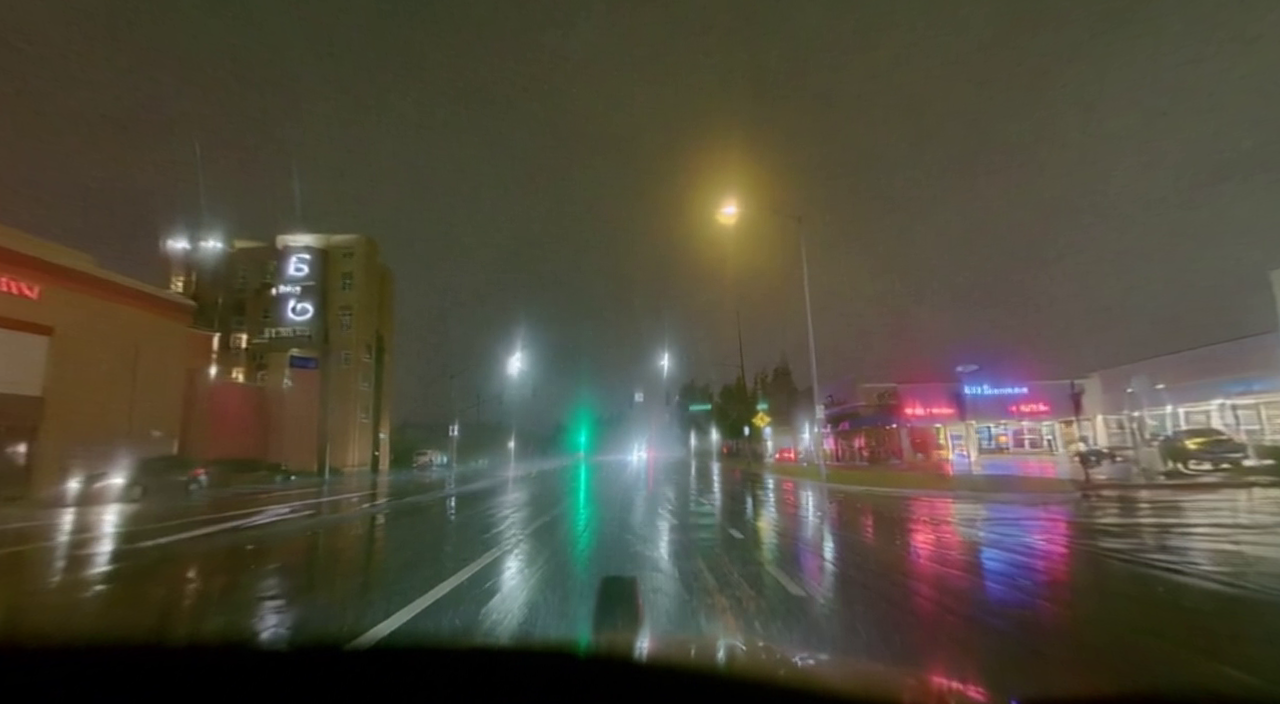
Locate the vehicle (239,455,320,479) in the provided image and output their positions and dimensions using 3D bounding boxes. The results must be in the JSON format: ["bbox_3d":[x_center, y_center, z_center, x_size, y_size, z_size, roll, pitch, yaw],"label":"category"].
[{"bbox_3d":[-25.185,8.026,44.052,4.423,1.583,1.861,1,-9,-7],"label":"vehicle"}]

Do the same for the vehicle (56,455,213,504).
[{"bbox_3d":[-18.209,4.584,23.045,1.938,1.465,4.744,-2,-8,-2],"label":"vehicle"}]
